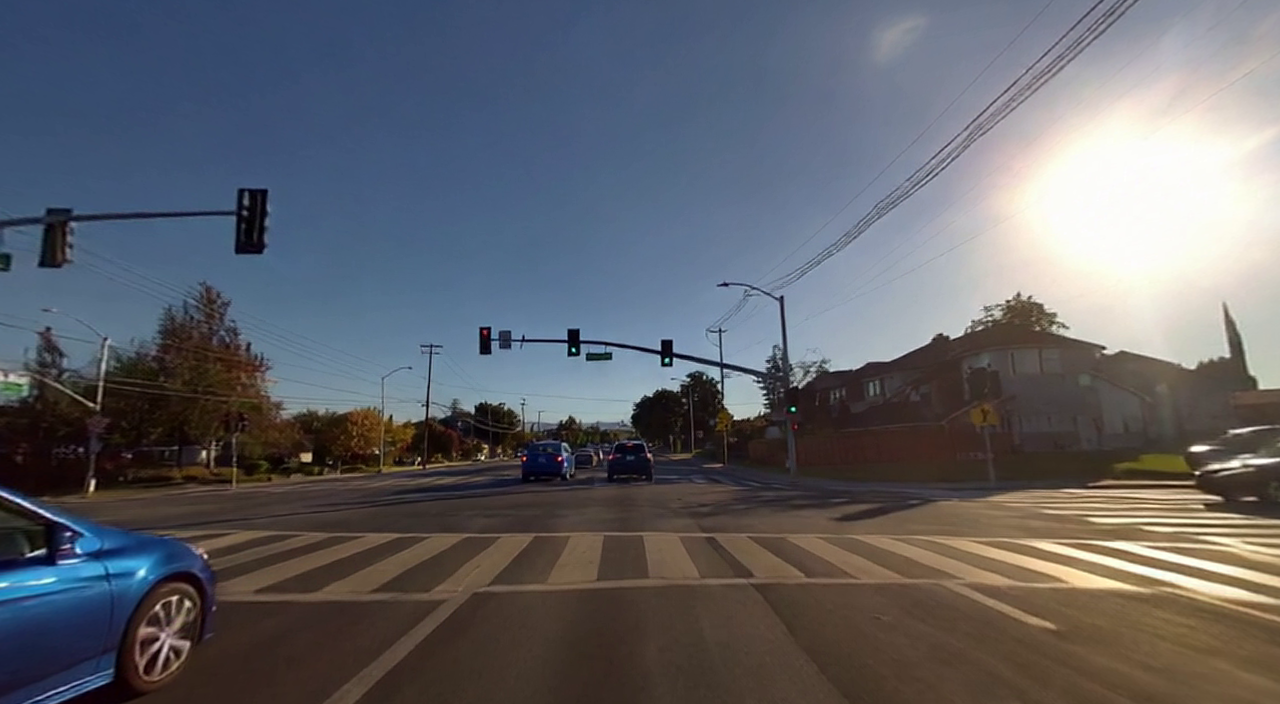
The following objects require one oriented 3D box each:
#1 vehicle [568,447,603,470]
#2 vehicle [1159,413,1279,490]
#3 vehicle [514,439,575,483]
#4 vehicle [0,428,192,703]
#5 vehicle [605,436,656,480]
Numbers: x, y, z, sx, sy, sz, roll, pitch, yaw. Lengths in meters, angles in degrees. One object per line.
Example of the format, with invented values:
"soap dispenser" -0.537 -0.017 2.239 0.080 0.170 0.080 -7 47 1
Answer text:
"vehicle" -3.646 7.170 42.650 1.863 1.449 4.153 0 -8 2
"vehicle" 18.320 2.733 17.424 5.652 1.990 2.190 -2 -9 13
"vehicle" -3.902 4.515 26.507 1.899 1.685 4.121 0 -8 1
"vehicle" -3.305 0.800 1.038 1.901 1.409 4.442 0 -8 0
"vehicle" -0.415 4.798 28.904 2.155 1.836 4.250 0 -8 0
